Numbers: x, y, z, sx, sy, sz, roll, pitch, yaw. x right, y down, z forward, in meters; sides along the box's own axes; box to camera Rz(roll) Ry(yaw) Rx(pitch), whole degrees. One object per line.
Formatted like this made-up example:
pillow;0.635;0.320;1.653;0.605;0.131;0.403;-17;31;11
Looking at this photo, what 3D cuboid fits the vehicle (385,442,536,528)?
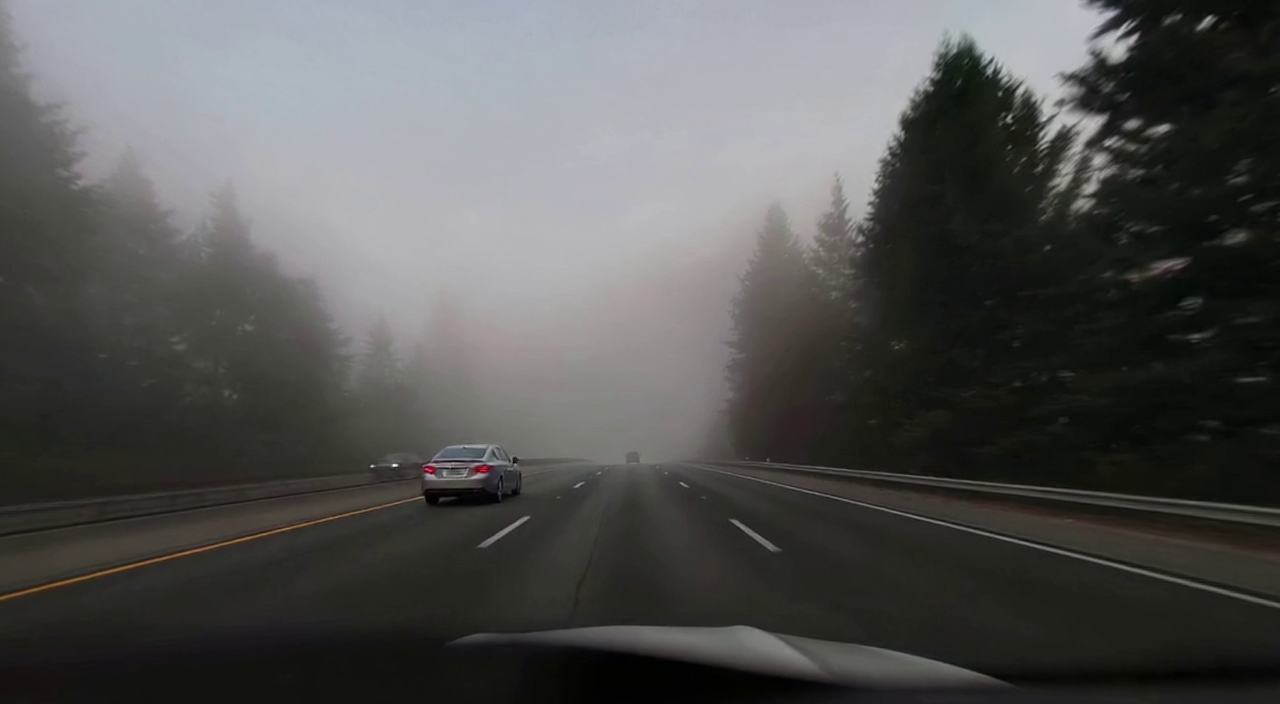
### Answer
vehicle;-3.497;2.649;13.127;1.970;1.492;3.944;0;-9;0
